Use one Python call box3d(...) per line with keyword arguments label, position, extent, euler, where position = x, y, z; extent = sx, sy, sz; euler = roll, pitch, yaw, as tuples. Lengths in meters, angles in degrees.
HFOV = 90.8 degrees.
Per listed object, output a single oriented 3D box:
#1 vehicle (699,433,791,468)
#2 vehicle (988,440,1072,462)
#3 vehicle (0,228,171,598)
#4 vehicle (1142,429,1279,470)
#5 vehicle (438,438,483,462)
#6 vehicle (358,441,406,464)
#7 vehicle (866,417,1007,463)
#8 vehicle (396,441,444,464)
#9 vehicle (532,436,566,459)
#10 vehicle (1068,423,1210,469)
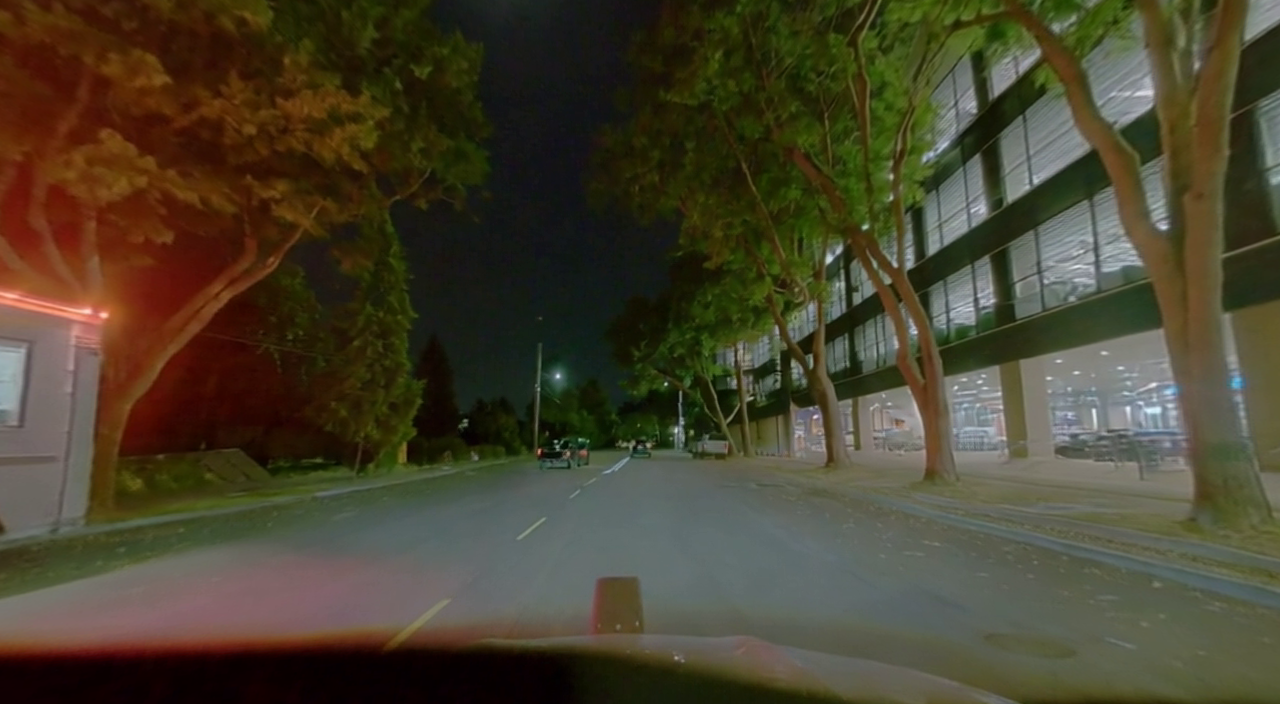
box3d(label="vehicle", position=(5.549, 5.151, 33.208), extent=(4.626, 1.723, 1.939), euler=(5, -10, -32))
box3d(label="vehicle", position=(26.954, 6.865, 43.745), extent=(4.558, 1.452, 1.790), euler=(0, -8, -1))
box3d(label="vehicle", position=(-7.071, 0.320, 3.915), extent=(2.968, 3.222, 7.036), euler=(-1, -8, -1))
box3d(label="vehicle", position=(26.908, 4.583, 29.810), extent=(4.591, 1.808, 2.016), euler=(0, -9, 1))
box3d(label="vehicle", position=(-13.584, 7.438, 48.088), extent=(1.888, 1.657, 4.138), euler=(0, -7, 5))
box3d(label="vehicle", position=(-19.468, 7.598, 47.826), extent=(1.880, 1.617, 3.870), euler=(-1, -8, 2))
box3d(label="vehicle", position=(14.066, 4.194, 30.220), extent=(5.540, 2.045, 2.259), euler=(0, -8, -1))
box3d(label="vehicle", position=(-16.450, 7.498, 47.444), extent=(1.850, 1.531, 4.256), euler=(0, -7, 4))
box3d(label="vehicle", position=(-7.062, 7.486, 49.631), extent=(1.993, 1.640, 4.457), euler=(0, -8, 0))
box3d(label="vehicle", position=(26.132, 4.939, 33.223), extent=(5.596, 2.168, 2.307), euler=(2, -8, -3))
